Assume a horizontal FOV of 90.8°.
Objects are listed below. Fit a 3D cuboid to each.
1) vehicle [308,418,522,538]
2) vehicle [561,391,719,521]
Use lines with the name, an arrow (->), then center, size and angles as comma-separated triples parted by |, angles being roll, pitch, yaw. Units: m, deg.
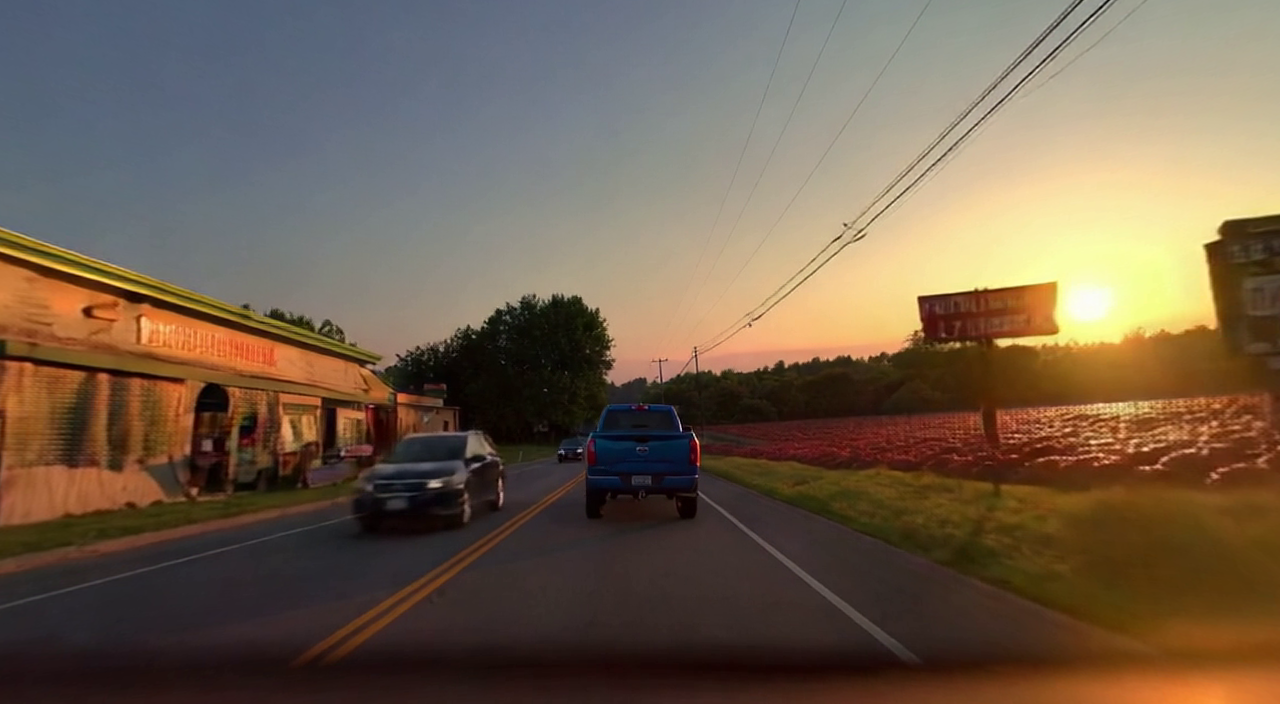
vehicle -> -3.821, 2.232, 11.847 | 2.341, 1.726, 4.579 | -1, -8, 0
vehicle -> -0.071, 2.214, 13.834 | 2.693, 2.223, 5.885 | 0, -8, -2
